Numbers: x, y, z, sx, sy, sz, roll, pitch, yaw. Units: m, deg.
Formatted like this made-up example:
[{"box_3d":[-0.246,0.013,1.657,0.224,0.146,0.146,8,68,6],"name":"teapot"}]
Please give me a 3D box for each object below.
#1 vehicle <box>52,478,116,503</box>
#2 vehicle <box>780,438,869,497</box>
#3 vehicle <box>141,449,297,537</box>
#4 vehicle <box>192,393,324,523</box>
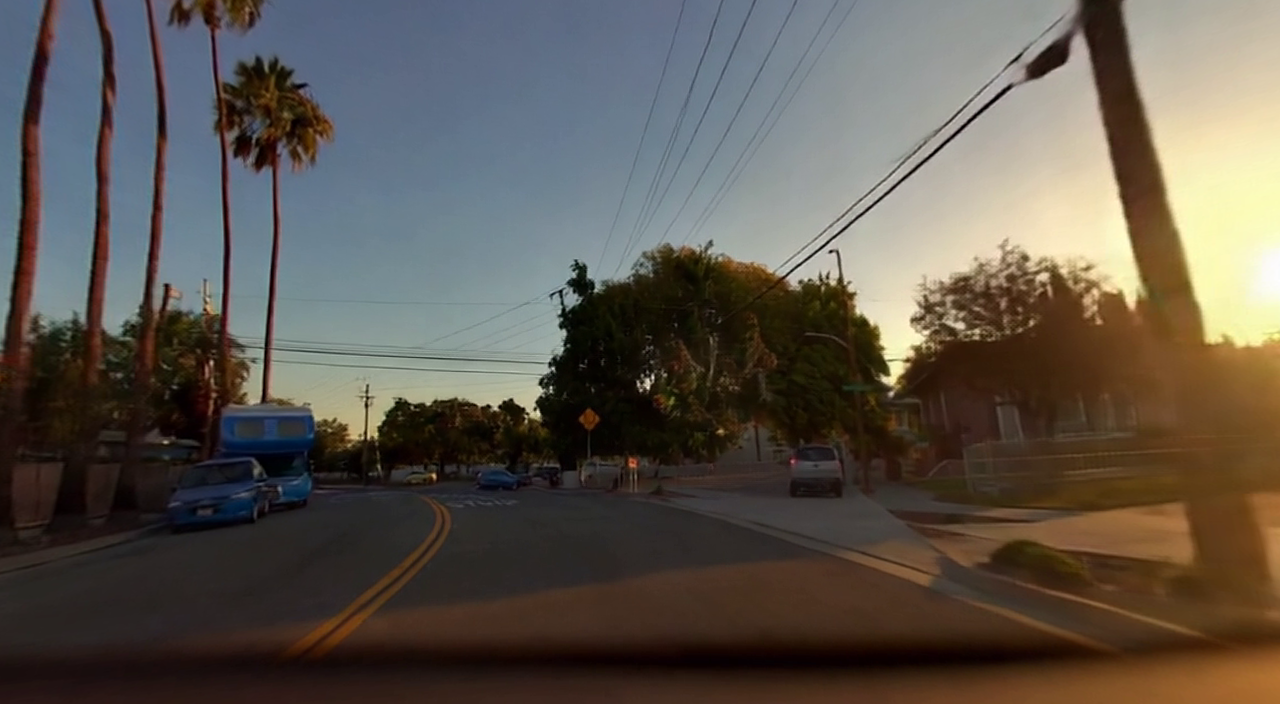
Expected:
[{"box_3d":[-39.936,9.930,45.355,3.837,1.431,1.754,-3,-7,20],"name":"vehicle"},{"box_3d":[6.858,4.269,24.244,2.508,1.887,5.930,-1,-7,9],"name":"vehicle"},{"box_3d":[-9.912,3.241,15.368,2.103,1.599,4.865,3,-8,-22],"name":"vehicle"},{"box_3d":[-14.391,3.769,24.008,3.216,3.720,11.364,4,-8,-31],"name":"vehicle"}]
